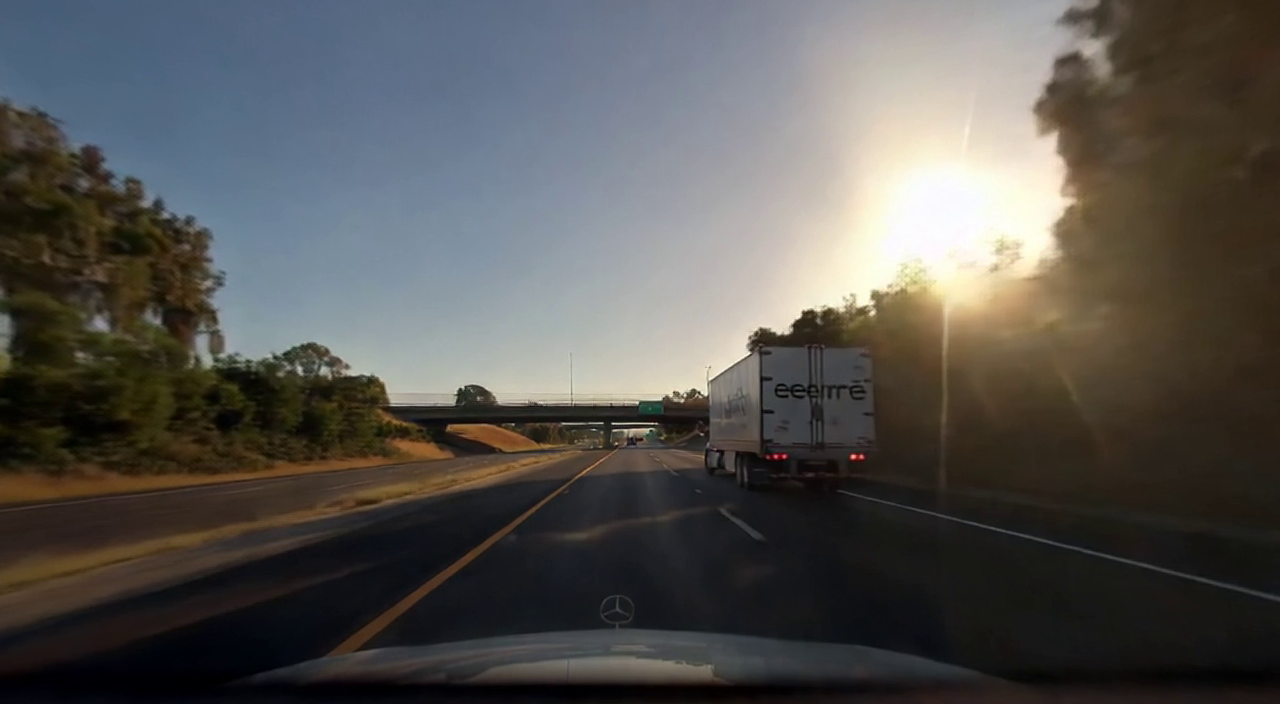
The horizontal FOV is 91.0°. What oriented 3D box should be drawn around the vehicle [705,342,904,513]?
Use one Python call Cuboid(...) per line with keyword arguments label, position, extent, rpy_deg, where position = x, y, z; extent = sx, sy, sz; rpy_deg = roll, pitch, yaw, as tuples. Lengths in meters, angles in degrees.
Cuboid(label="vehicle", position=(3.447, 1.902, 15.443), extent=(2.702, 3.193, 7.196), rpy_deg=(0, -8, -2))
